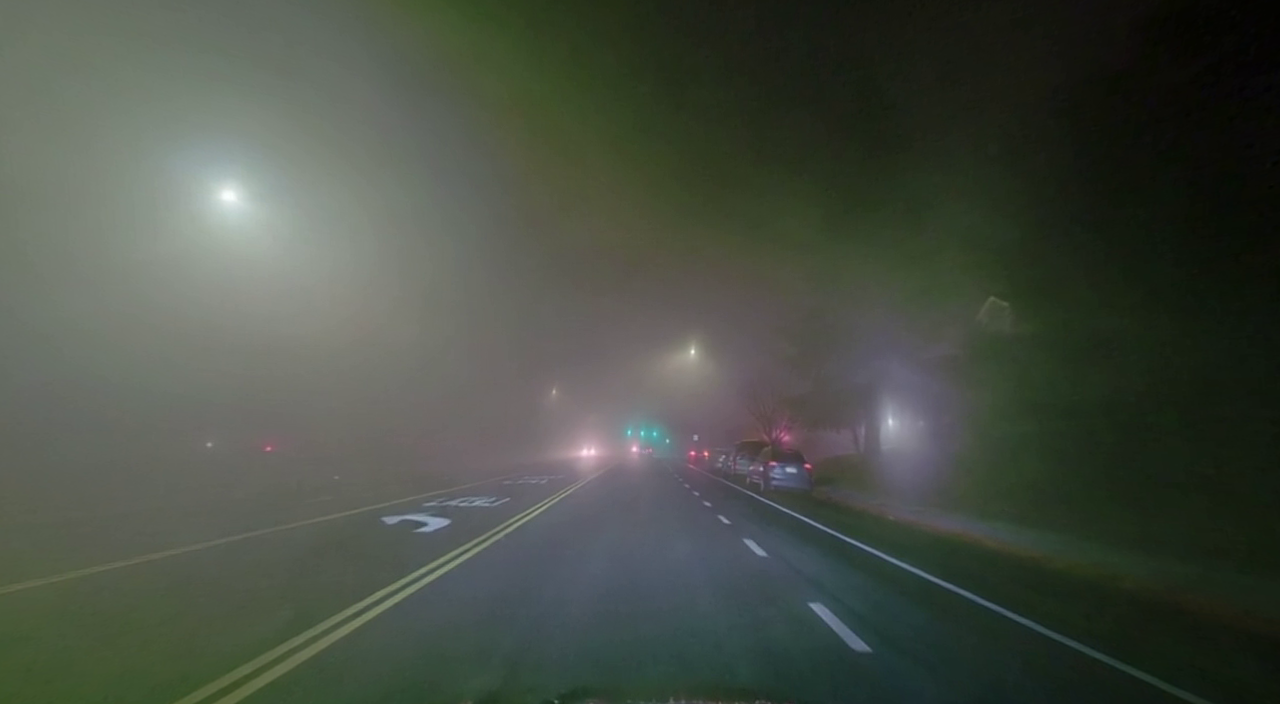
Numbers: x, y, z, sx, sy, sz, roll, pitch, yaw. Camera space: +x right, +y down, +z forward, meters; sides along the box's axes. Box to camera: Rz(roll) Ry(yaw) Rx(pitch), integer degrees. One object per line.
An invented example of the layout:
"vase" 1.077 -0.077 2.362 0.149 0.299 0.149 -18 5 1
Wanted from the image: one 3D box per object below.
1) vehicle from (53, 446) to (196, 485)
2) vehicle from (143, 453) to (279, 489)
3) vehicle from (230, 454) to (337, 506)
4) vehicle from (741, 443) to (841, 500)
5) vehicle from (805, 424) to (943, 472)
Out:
"vehicle" -25.341 5.581 31.090 5.153 1.806 2.136 0 -8 1
"vehicle" -19.646 5.456 29.001 4.833 1.500 1.896 0 -8 -1
"vehicle" -12.892 4.614 23.057 1.879 1.491 3.678 -3 -7 -1
"vehicle" 4.405 3.536 19.078 1.918 1.510 4.323 0 -8 0
"vehicle" 10.970 4.527 29.813 5.561 1.953 2.150 -2 -8 -1
